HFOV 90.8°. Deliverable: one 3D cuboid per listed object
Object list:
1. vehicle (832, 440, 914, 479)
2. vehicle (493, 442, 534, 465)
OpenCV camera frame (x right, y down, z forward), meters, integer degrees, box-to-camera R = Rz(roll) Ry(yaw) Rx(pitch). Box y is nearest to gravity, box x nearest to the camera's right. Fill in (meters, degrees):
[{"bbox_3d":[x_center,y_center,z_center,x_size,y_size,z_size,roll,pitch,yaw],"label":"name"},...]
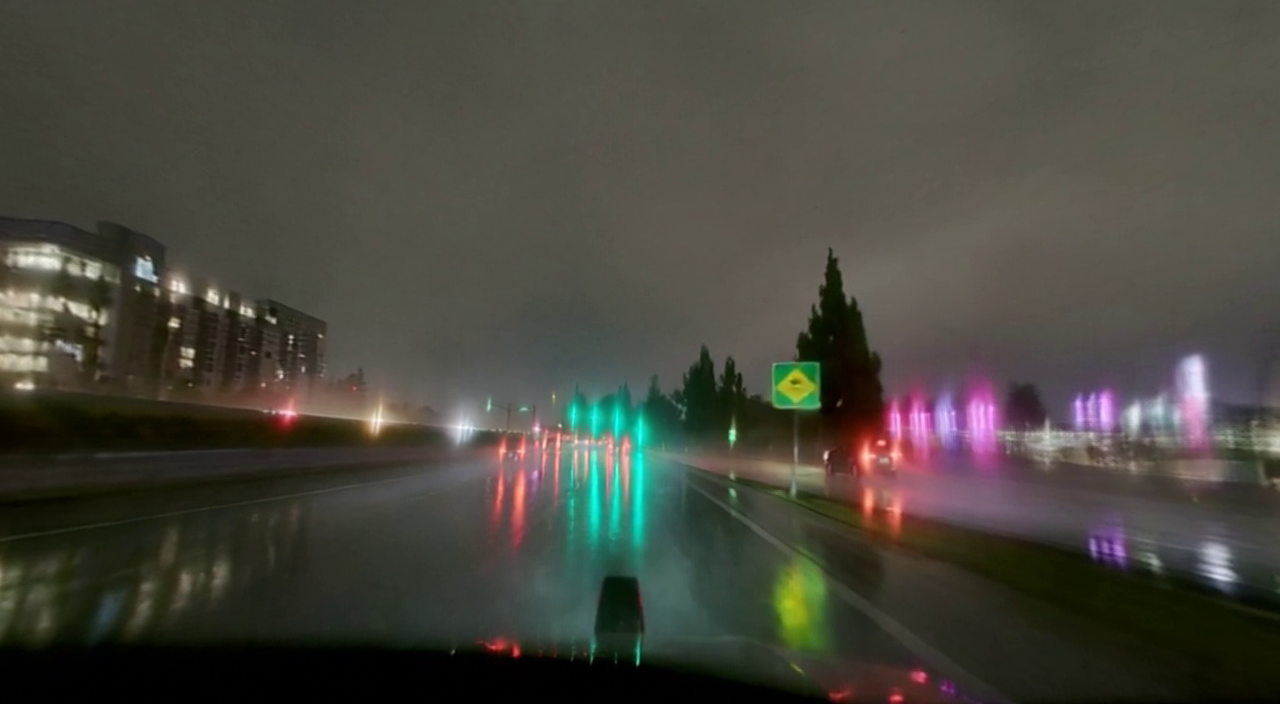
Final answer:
[{"bbox_3d":[11.414,5.270,31.300,2.023,1.782,4.193,1,-9,-8],"label":"vehicle"},{"bbox_3d":[-8.527,6.880,43.051,2.009,1.454,4.250,0,-9,-1],"label":"vehicle"}]
